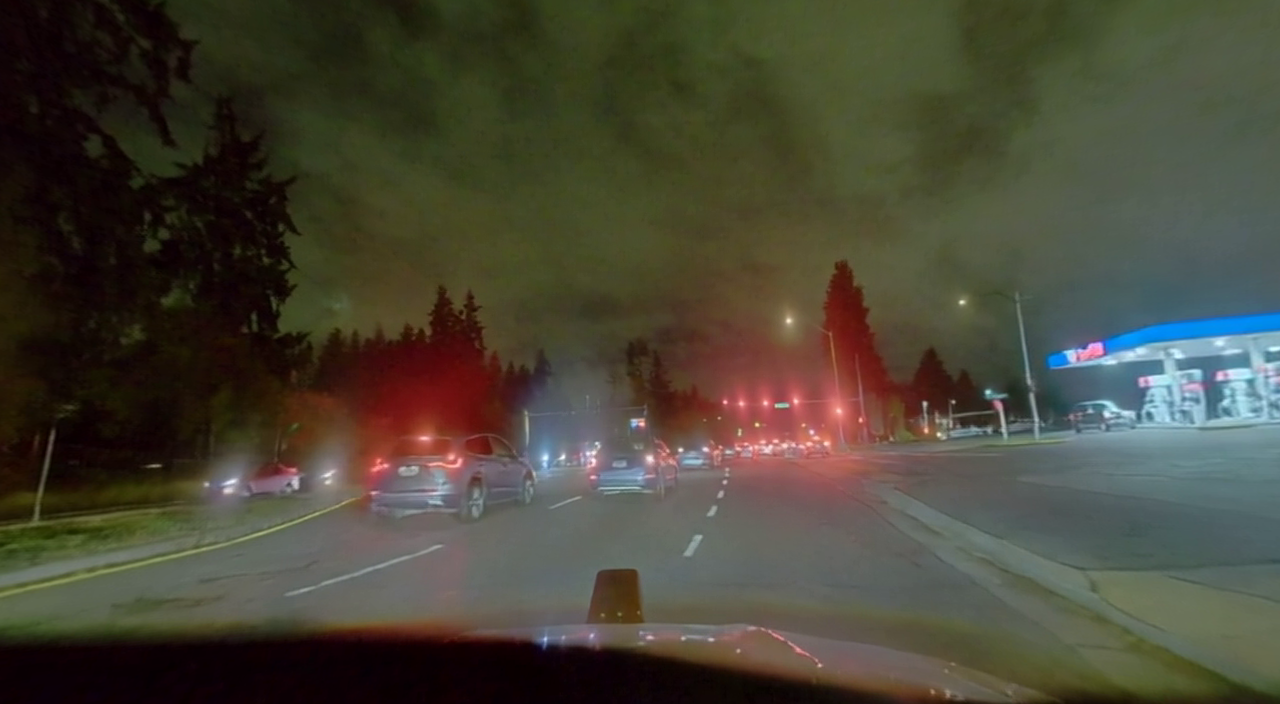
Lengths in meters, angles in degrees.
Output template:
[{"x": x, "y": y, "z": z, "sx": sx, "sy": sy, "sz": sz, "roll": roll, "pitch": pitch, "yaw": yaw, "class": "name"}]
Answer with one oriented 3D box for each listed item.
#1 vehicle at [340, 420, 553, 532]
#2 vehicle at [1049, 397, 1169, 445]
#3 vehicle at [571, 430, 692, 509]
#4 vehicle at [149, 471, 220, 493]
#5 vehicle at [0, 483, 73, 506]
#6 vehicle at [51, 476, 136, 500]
[{"x": -3.519, "y": 2.375, "z": 12.675, "sx": 2.102, "sy": 1.774, "sz": 4.662, "roll": -2, "pitch": -9, "yaw": 11, "class": "vehicle"}, {"x": 23.824, "y": 3.633, "z": 32.360, "sx": 2.322, "sy": 2.152, "sz": 5.668, "roll": -3, "pitch": -9, "yaw": 8, "class": "vehicle"}, {"x": -0.040, "y": 2.696, "z": 14.862, "sx": 2.060, "sy": 1.580, "sz": 3.980, "roll": -2, "pitch": -9, "yaw": 11, "class": "vehicle"}, {"x": -36.058, "y": 10.300, "z": 49.877, "sx": 4.507, "sy": 1.533, "sz": 1.999, "roll": -2, "pitch": -9, "yaw": 14, "class": "vehicle"}, {"x": -45.914, "y": 10.814, "z": 47.910, "sx": 1.603, "sy": 1.398, "sz": 3.616, "roll": -6, "pitch": -10, "yaw": 22, "class": "vehicle"}, {"x": -38.025, "y": 9.459, "z": 43.834, "sx": 4.384, "sy": 1.490, "sz": 2.031, "roll": -2, "pitch": -10, "yaw": 10, "class": "vehicle"}]
